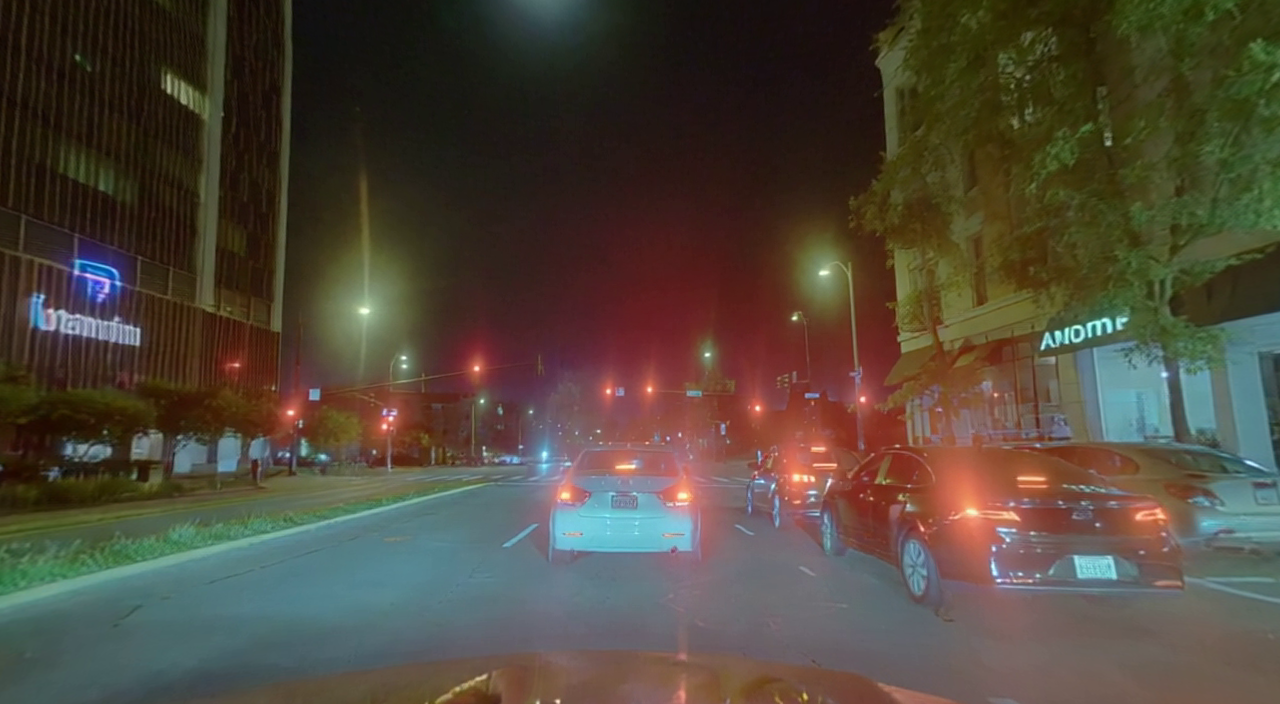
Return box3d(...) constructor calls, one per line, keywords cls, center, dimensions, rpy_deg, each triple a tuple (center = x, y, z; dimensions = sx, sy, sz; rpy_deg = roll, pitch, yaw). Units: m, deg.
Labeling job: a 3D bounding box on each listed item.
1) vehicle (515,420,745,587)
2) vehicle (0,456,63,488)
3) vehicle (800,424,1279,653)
box3d(cls="vehicle", center=(-0.132, 1.701, 7.912), dimensions=(2.118, 1.512, 4.013), rpy_deg=(0, -9, -1))
box3d(cls="vehicle", center=(-31.727, 5.994, 31.559), dimensions=(1.913, 1.531, 4.000), rpy_deg=(-9, -12, 43))
box3d(cls="vehicle", center=(3.215, 1.550, 6.427), dimensions=(1.912, 1.454, 4.537), rpy_deg=(0, -9, -1))
